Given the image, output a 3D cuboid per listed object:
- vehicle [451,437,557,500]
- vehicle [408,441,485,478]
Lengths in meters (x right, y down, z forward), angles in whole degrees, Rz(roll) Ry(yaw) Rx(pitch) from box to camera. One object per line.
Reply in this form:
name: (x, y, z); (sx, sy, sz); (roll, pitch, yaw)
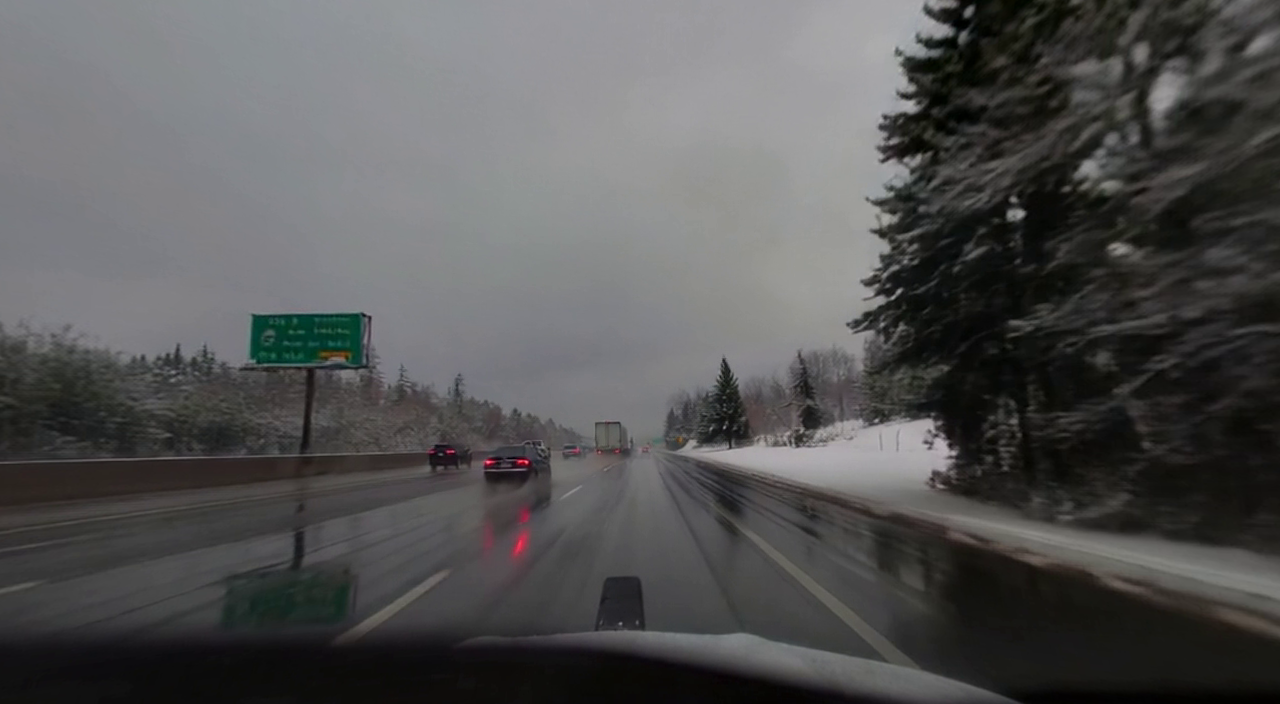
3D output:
vehicle: (-3.680, 3.221, 17.856); (1.931, 1.528, 4.126); (0, -8, 2)
vehicle: (-8.671, 4.831, 28.623); (2.036, 1.506, 4.358); (0, -9, 1)
